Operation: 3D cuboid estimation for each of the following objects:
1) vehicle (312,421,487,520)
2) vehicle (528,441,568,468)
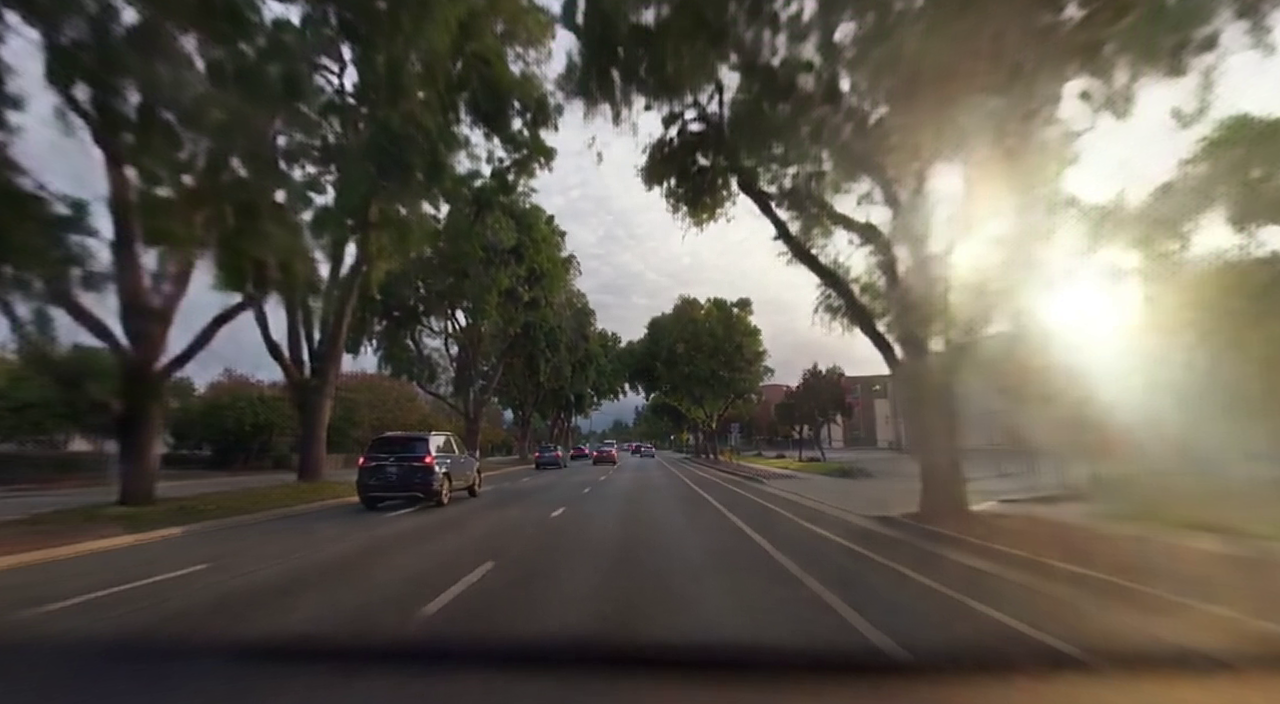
[{"bbox_3d":[-4.833,2.443,13.506,2.123,1.761,4.322,0,-9,-1],"label":"vehicle"},{"bbox_3d":[-6.149,6.904,42.603,1.985,1.708,4.310,0,-9,1],"label":"vehicle"}]
